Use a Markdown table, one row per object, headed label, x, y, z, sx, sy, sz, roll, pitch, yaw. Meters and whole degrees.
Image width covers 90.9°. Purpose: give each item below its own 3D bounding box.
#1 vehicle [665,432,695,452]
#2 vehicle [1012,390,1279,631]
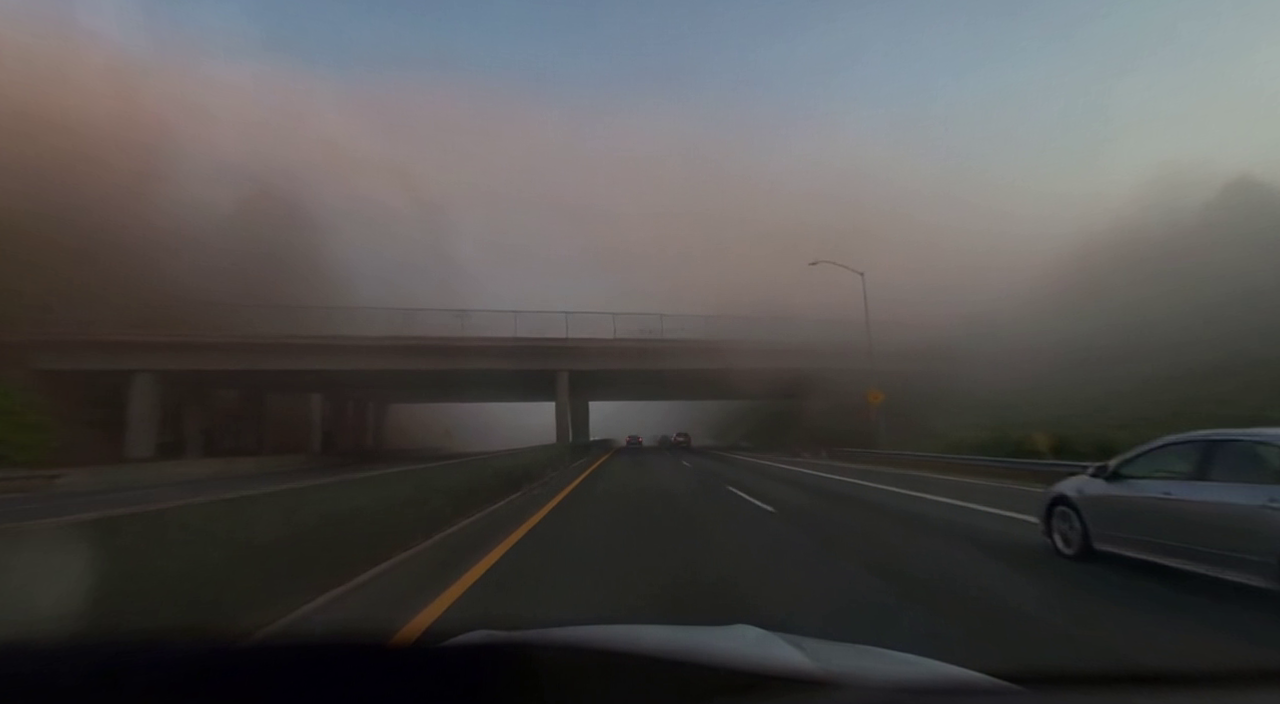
| label | x | y | z | sx | sy | sz | roll | pitch | yaw |
| --- | --- | --- | --- | --- | --- | --- | --- | --- | --- |
| vehicle | 3.059 | 7.041 | 49.213 | 1.981 | 1.490 | 3.449 | 0 | -8 | -3 |
| vehicle | 5.180 | 1.144 | 4.898 | 1.940 | 1.578 | 4.122 | 0 | -8 | -2 |
